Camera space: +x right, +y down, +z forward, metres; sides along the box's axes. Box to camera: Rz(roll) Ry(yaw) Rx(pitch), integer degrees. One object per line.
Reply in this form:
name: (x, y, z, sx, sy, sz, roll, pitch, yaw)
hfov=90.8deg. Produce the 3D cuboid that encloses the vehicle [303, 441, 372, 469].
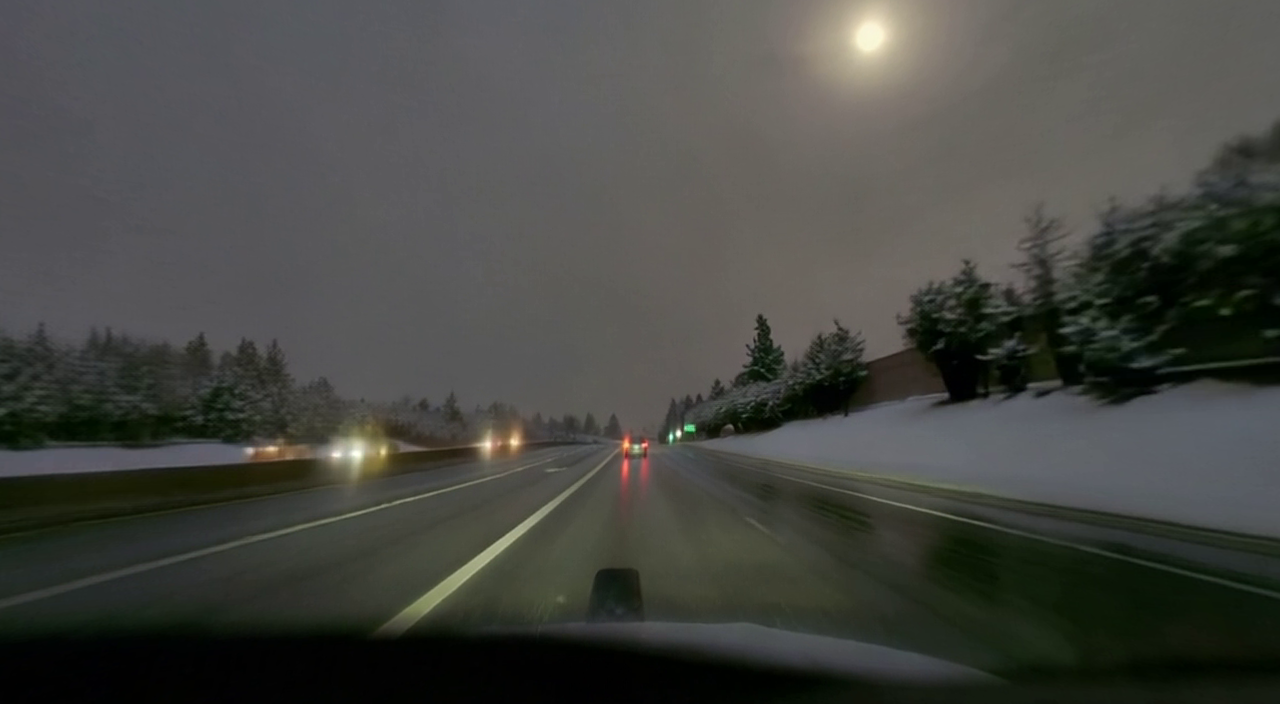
vehicle: (-18.226, 6.230, 38.342, 1.893, 1.520, 4.617, -1, -9, 0)

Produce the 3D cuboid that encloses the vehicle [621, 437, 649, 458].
vehicle: (-0.359, 7.177, 47.314, 2.025, 1.460, 4.189, 0, -9, 0)

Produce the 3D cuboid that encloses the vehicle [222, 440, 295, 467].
vehicle: (-29.031, 7.697, 48.278, 2.216, 1.905, 5.411, 0, -9, -1)
